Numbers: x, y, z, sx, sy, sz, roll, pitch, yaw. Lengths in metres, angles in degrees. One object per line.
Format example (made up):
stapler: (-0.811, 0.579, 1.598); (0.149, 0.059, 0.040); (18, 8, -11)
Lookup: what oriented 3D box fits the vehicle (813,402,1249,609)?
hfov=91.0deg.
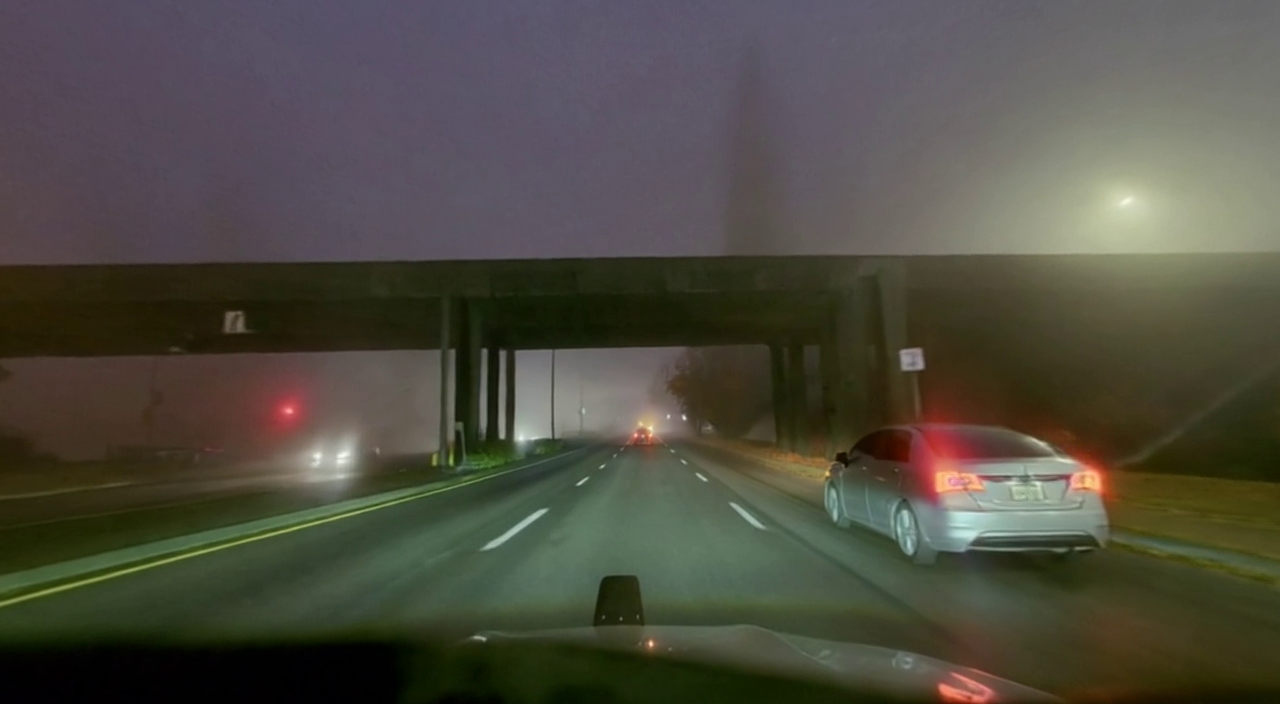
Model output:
vehicle: (3.583, 1.492, 7.056); (2.063, 1.542, 4.420); (-1, -8, 1)

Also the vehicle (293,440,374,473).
vehicle: (-15.338, 5.235, 31.792); (1.819, 1.491, 4.414); (-1, -8, 0)
